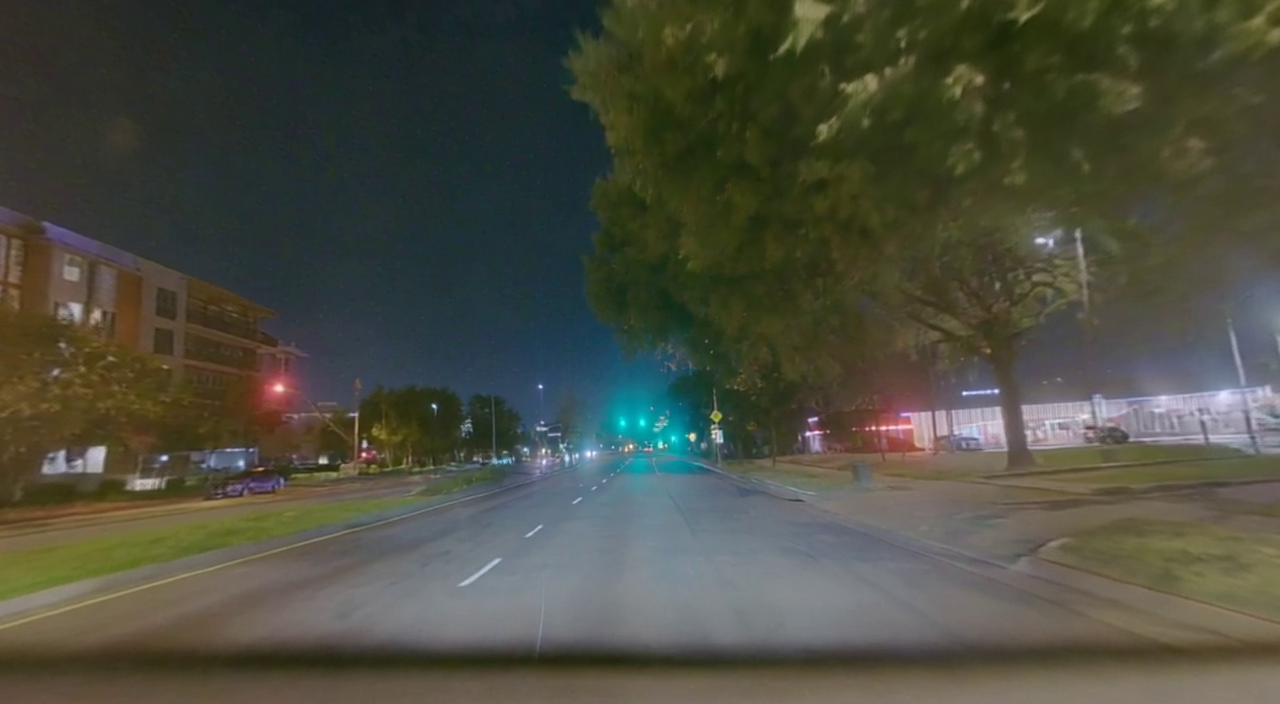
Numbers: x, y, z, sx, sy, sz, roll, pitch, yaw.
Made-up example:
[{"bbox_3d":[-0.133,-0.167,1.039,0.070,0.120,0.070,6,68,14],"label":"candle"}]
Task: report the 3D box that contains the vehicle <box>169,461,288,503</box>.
[{"bbox_3d":[-17.381,5.467,26.824,1.861,1.541,4.530,0,-9,3],"label":"vehicle"}]
